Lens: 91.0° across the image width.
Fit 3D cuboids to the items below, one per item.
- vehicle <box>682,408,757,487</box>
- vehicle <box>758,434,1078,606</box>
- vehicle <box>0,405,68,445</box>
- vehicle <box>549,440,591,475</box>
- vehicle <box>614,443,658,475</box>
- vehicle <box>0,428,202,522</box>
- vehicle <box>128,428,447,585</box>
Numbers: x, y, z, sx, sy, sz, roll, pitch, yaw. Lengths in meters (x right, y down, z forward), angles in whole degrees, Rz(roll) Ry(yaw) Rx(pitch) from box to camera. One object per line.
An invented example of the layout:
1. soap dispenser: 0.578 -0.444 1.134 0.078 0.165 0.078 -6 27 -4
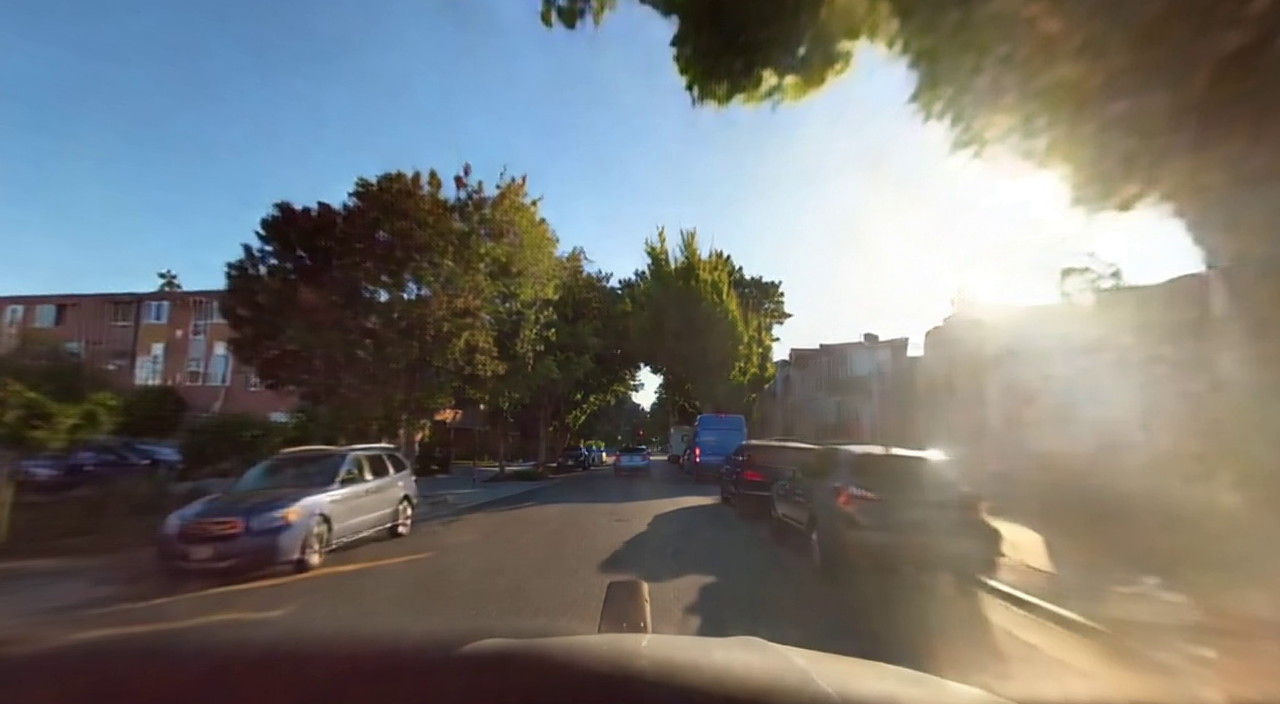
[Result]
1. vehicle: 3.101 3.892 25.921 2.245 2.843 5.762 0 -8 -1
2. vehicle: 2.803 1.744 7.514 1.906 1.471 3.941 0 -8 -2
3. vehicle: -39.454 4.822 40.945 2.275 2.455 5.093 5 -10 -32
4. vehicle: -4.096 6.208 37.234 1.951 1.662 4.046 0 -4 1
5. vehicle: -0.216 5.421 32.100 2.095 1.510 3.605 0 -8 0
6. vehicle: -11.102 2.274 12.164 1.795 1.513 4.442 -1 -8 5
7. vehicle: -4.674 2.019 9.418 2.090 1.497 4.639 1 -4 0
